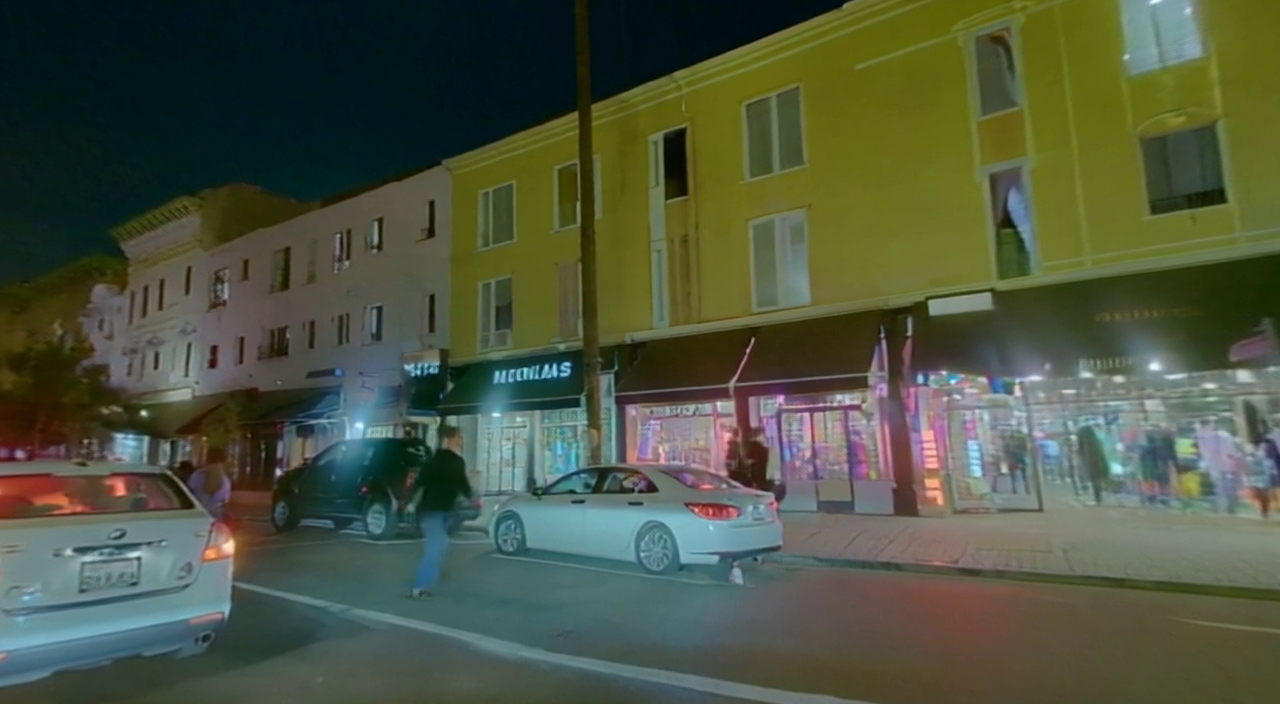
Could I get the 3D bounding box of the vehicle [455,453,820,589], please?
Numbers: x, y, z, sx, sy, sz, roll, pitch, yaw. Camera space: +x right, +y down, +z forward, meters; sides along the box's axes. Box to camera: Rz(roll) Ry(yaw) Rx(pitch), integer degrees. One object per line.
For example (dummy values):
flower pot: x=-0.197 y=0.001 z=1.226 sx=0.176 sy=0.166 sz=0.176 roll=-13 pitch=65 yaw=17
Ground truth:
vehicle: x=-0.172 y=2.153 z=8.895 sx=4.830 sy=1.421 sz=1.826 roll=-5 pitch=-10 yaw=30

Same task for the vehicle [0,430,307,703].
vehicle: x=-4.535 y=1.347 z=4.587 sx=4.330 sy=1.458 sz=1.932 roll=-6 pitch=-10 yaw=36

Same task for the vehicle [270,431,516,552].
vehicle: x=-4.703 y=2.465 z=11.870 sx=4.580 sy=1.853 sz=1.862 roll=-6 pitch=-10 yaw=32
